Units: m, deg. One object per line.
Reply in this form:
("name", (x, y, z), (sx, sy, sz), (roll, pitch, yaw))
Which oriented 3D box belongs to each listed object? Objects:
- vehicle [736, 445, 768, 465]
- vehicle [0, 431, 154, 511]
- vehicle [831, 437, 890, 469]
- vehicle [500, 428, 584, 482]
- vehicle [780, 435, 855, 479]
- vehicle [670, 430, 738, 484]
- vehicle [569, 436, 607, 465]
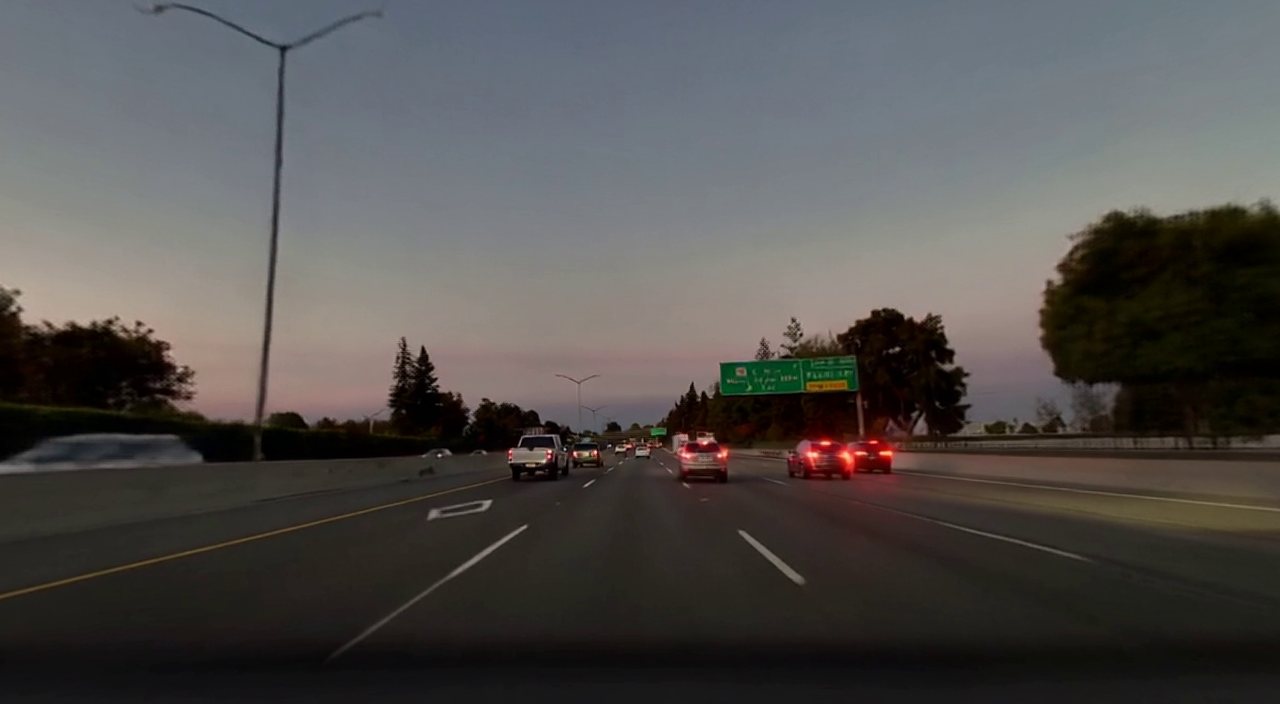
("vehicle", (8.429, 7.779, 47.739), (1.815, 1.479, 3.892), (0, -9, 1))
("vehicle", (-13.785, 2.610, 14.139), (1.960, 1.588, 4.540), (0, -9, 2))
("vehicle", (13.133, 6.066, 37.806), (2.010, 1.765, 4.375), (0, -9, 2))
("vehicle", (-3.512, 3.826, 23.515), (2.199, 1.777, 4.790), (0, -9, 2))
("vehicle", (7.467, 4.443, 26.916), (2.022, 1.682, 4.226), (0, -9, 1))
("vehicle", (2.162, 3.714, 22.524), (2.181, 1.728, 3.970), (0, -9, 2))
("vehicle", (-3.892, 7.524, 48.360), (2.317, 2.049, 5.746), (0, -9, 1))
